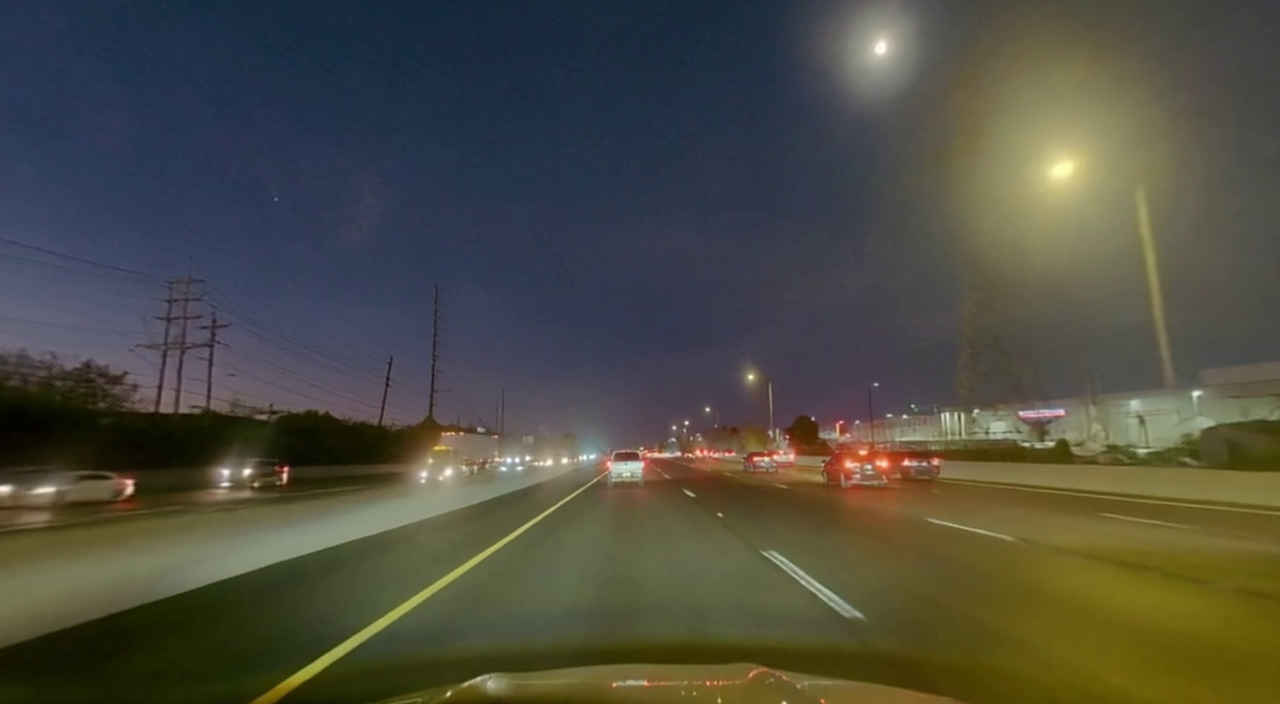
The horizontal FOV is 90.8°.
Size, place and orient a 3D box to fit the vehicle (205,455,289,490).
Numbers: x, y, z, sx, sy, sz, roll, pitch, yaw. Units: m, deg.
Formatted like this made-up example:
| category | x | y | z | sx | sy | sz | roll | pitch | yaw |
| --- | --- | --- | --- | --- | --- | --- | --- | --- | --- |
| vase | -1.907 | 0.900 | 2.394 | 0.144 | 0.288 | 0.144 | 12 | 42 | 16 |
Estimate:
| category | x | y | z | sx | sy | sz | roll | pitch | yaw |
| --- | --- | --- | --- | --- | --- | --- | --- | --- | --- |
| vehicle | -21.876 | 6.695 | 35.378 | 1.889 | 1.708 | 4.301 | 0 | -8 | 0 |

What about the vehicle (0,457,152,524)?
| category | x | y | z | sx | sy | sz | roll | pitch | yaw |
| --- | --- | --- | --- | --- | --- | --- | --- | --- | --- |
| vehicle | -15.973 | 3.641 | 17.179 | 1.884 | 1.483 | 4.701 | 0 | -8 | -4 |

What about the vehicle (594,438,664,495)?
| category | x | y | z | sx | sy | sz | roll | pitch | yaw |
| --- | --- | --- | --- | --- | --- | --- | --- | --- | --- |
| vehicle | -0.406 | 4.077 | 22.899 | 2.298 | 1.809 | 4.359 | 0 | -8 | -1 |

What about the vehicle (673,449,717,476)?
| category | x | y | z | sx | sy | sz | roll | pitch | yaw |
| --- | --- | --- | --- | --- | --- | --- | --- | --- | --- |
| vehicle | 3.251 | 6.672 | 38.312 | 2.115 | 1.481 | 3.968 | 0 | -8 | -3 |

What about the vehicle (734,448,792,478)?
| category | x | y | z | sx | sy | sz | roll | pitch | yaw |
| --- | --- | --- | --- | --- | --- | --- | --- | --- | --- |
| vehicle | 6.502 | 5.901 | 33.888 | 1.934 | 1.461 | 4.368 | 0 | -8 | -4 |

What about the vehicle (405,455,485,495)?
| category | x | y | z | sx | sy | sz | roll | pitch | yaw |
| --- | --- | --- | --- | --- | --- | --- | --- | --- | --- |
| vehicle | -8.236 | 5.229 | 27.149 | 1.937 | 1.477 | 4.561 | 0 | -9 | 1 |

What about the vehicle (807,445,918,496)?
| category | x | y | z | sx | sy | sz | roll | pitch | yaw |
| --- | --- | --- | --- | --- | --- | --- | --- | --- | --- |
| vehicle | 7.100 | 3.802 | 20.670 | 1.958 | 1.473 | 4.201 | 0 | -8 | -2 |
